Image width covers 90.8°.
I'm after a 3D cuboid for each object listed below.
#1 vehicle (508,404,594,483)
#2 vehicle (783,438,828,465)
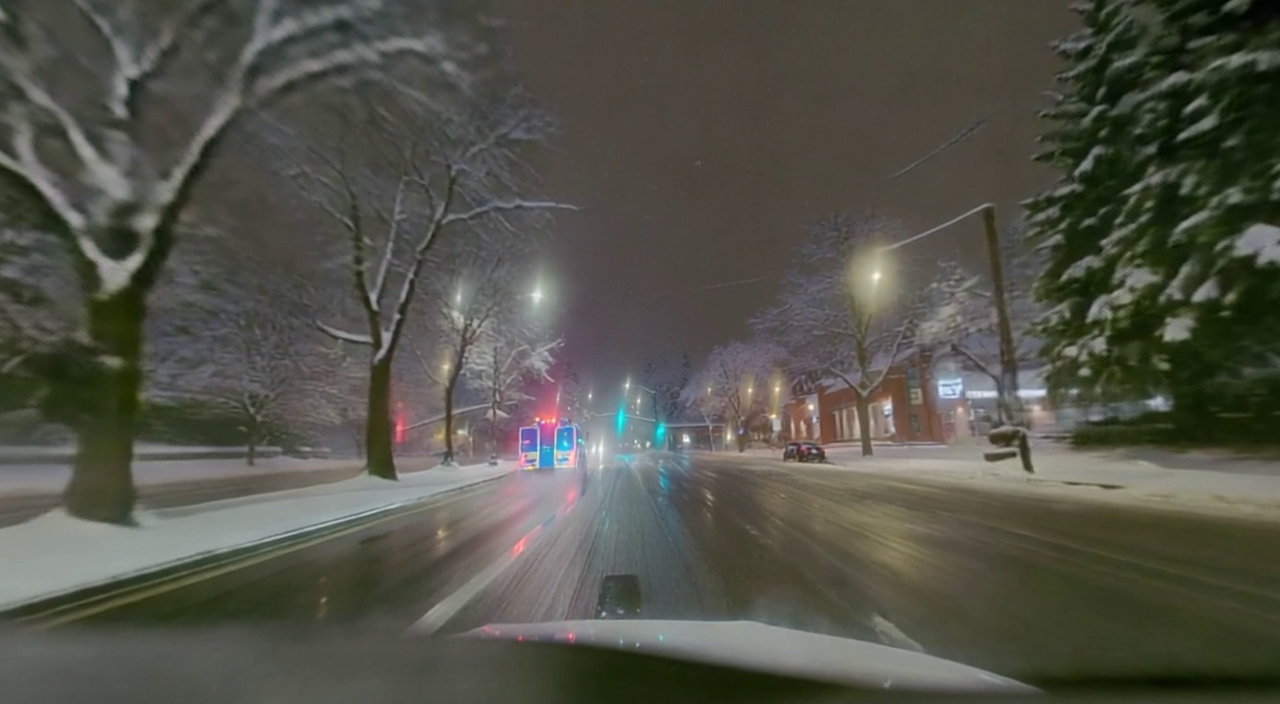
[{"bbox_3d":[-3.392,3.707,25.467,2.633,2.787,5.796,0,-9,0],"label":"vehicle"},{"bbox_3d":[10.982,6.635,42.258,1.980,1.719,4.422,-1,-9,2],"label":"vehicle"}]
